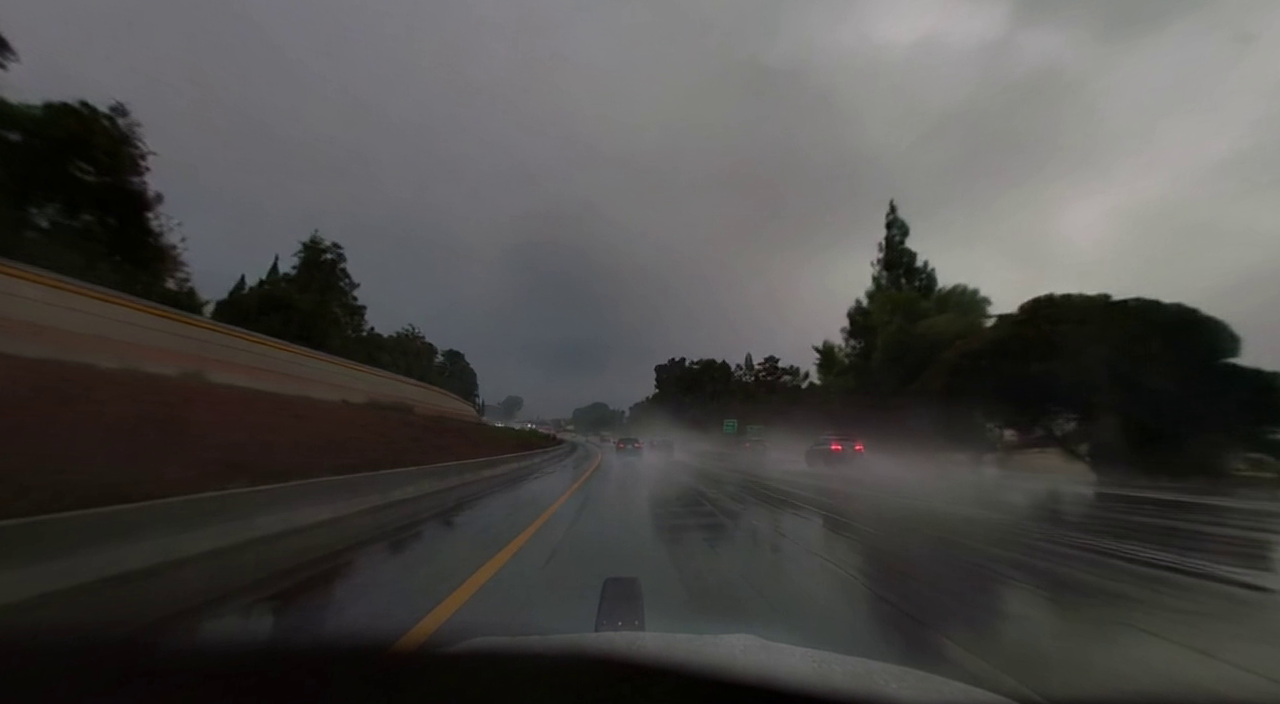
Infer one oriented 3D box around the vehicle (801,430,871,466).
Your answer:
[{"bbox_3d":[10.243,5.049,33.287,2.077,1.763,4.472,0,-8,-3],"label":"vehicle"}]
